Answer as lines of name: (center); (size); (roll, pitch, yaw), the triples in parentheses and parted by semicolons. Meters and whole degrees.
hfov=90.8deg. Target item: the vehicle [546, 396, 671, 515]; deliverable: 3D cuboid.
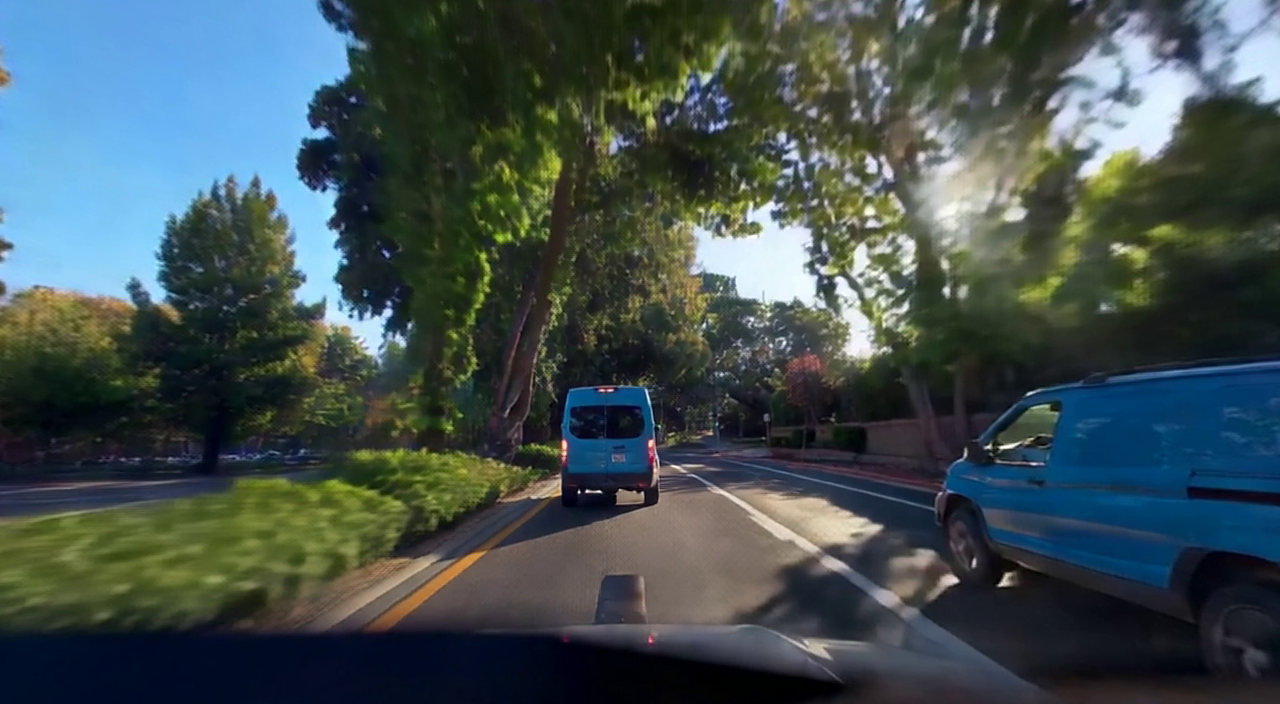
vehicle: (-0.517, 2.102, 13.124); (2.145, 2.046, 4.309); (0, -9, 1)

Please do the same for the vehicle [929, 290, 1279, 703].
vehicle: (3.753, 0.862, 3.928); (1.988, 1.873, 3.968); (0, -9, 0)

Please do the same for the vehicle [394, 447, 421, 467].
vehicle: (-18.073, 8.163, 49.224); (1.833, 1.504, 4.141); (3, -9, -18)
